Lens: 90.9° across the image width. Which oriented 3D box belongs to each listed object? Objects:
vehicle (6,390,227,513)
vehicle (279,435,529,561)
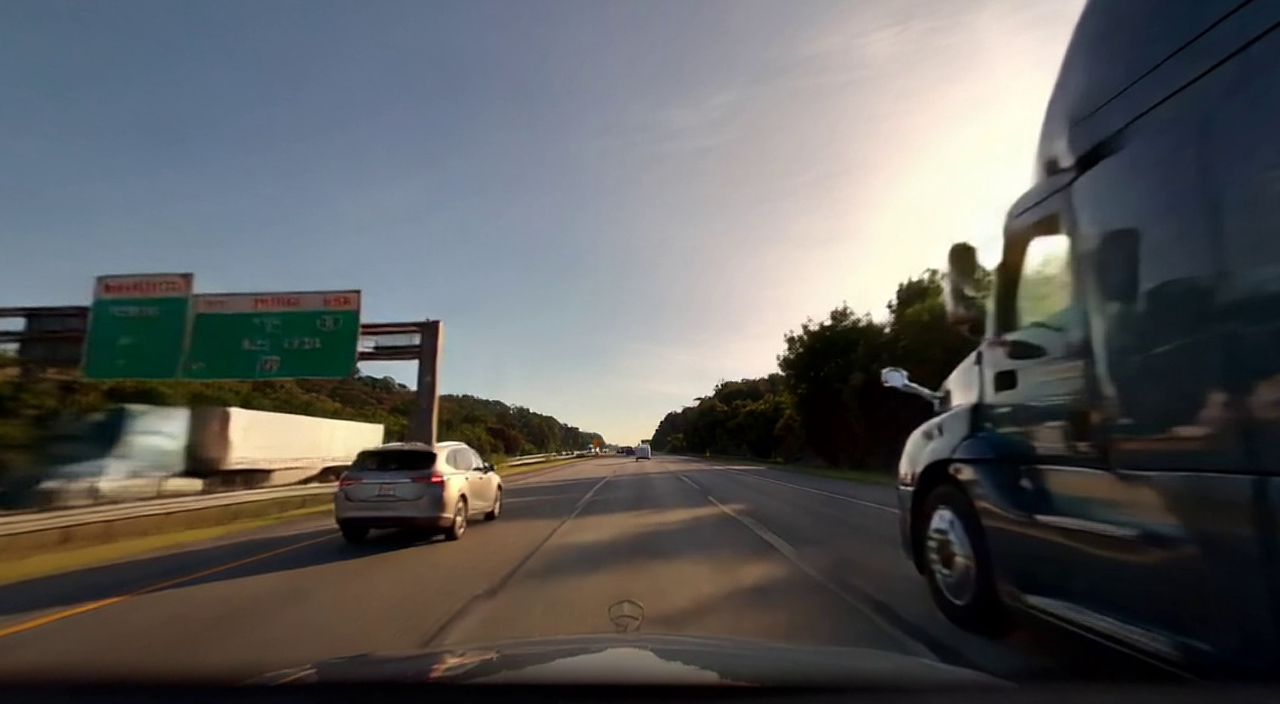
[{"bbox_3d":[-19.344,3.755,23.957,2.931,4.031,6.057,0,-9,0],"label":"vehicle"},{"bbox_3d":[-3.228,2.109,9.890,2.054,1.475,4.708,0,-9,1],"label":"vehicle"}]
